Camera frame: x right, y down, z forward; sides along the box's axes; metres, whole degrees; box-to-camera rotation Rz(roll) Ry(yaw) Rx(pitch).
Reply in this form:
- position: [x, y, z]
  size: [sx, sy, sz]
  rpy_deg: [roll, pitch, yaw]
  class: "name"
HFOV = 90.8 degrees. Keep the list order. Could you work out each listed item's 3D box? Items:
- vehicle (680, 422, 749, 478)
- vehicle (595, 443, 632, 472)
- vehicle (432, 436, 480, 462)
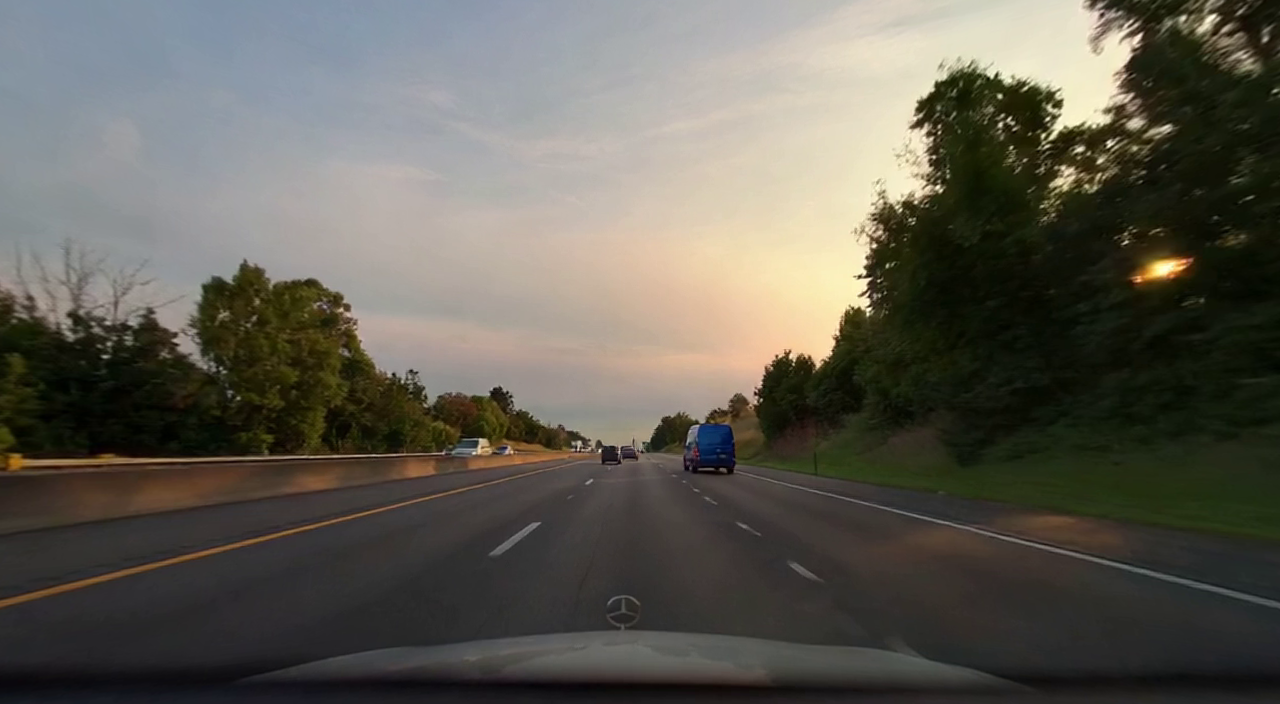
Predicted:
- position: [3.627, 4.998, 32.175]
  size: [2.552, 2.524, 6.630]
  rpy_deg: [0, -9, -1]
  class: "vehicle"
- position: [-1.580, 6.565, 39.302]
  size: [2.069, 1.666, 4.338]
  rpy_deg: [0, -9, 1]
  class: "vehicle"
- position: [-12.894, 6.854, 44.475]
  size: [2.014, 1.681, 4.914]
  rpy_deg: [0, -9, -2]
  class: "vehicle"
